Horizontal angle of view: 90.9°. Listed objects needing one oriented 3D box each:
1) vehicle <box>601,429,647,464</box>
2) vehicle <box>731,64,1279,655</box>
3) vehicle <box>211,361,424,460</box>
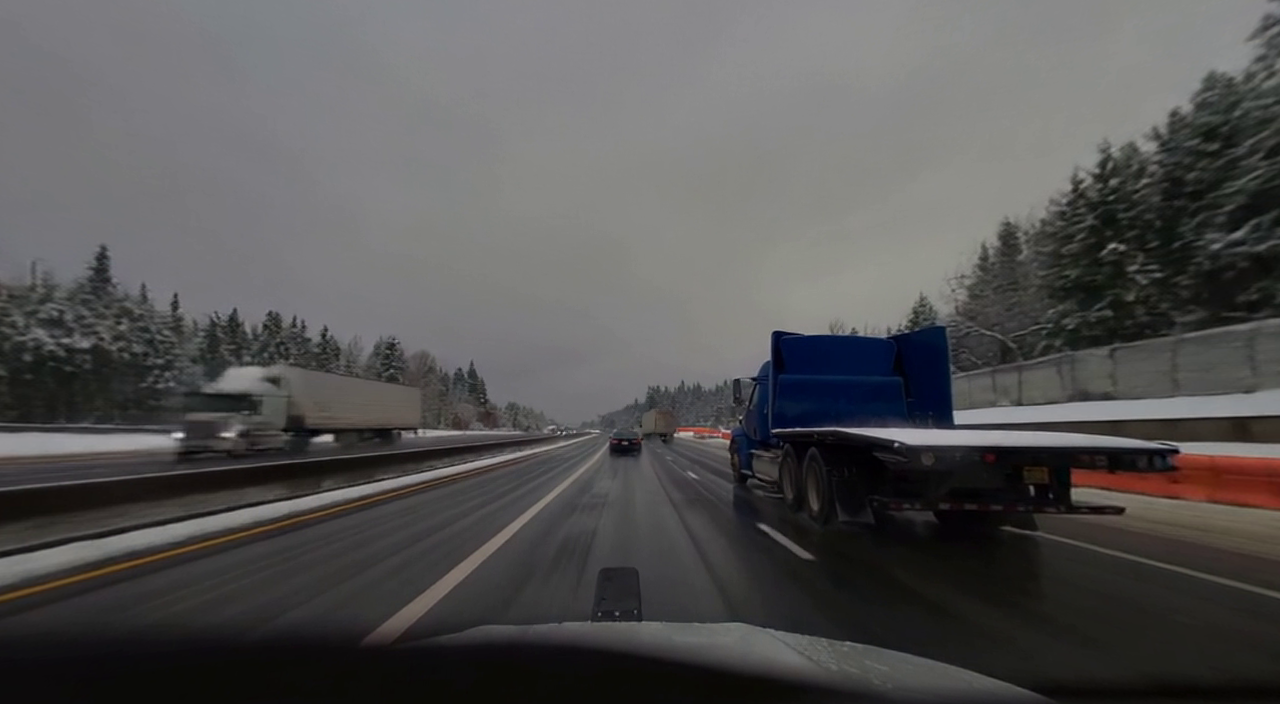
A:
[{"bbox_3d":[-0.719,4.239,28.511,1.929,1.469,3.677,0,-8,-1],"label":"vehicle"},{"bbox_3d":[3.765,0.647,9.277,2.919,3.634,10.888,0,-8,-2],"label":"vehicle"},{"bbox_3d":[-15.811,3.461,33.771,2.966,3.989,16.891,0,-8,-1],"label":"vehicle"}]
